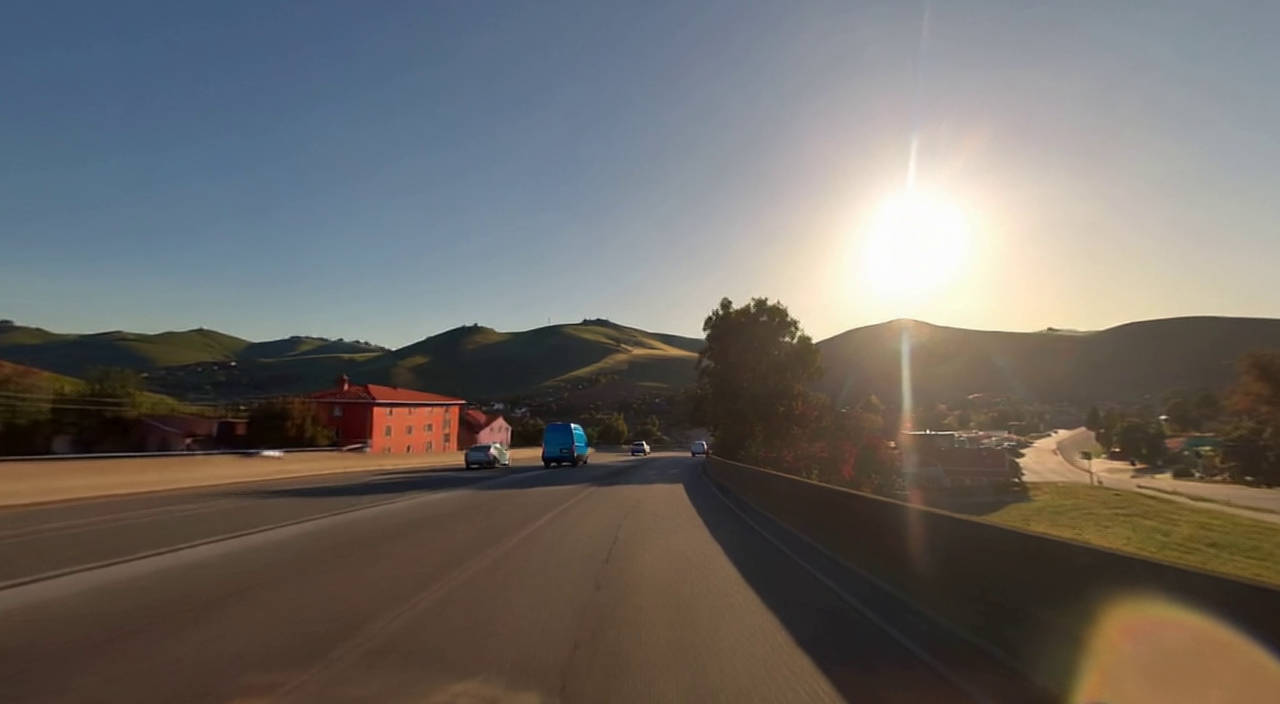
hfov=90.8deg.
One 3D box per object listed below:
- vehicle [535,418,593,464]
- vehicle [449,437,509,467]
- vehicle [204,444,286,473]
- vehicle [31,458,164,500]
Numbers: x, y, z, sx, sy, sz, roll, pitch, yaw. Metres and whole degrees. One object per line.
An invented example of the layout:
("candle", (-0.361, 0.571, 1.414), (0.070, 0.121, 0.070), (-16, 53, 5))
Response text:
("vehicle", (-4.784, 5.761, 40.909), (2.314, 2.703, 6.441), (-1, -8, 6))
("vehicle", (-8.769, 5.498, 34.825), (1.821, 1.524, 4.342), (-1, -8, 6))
("vehicle", (-25.268, 6.810, 40.659), (2.042, 1.739, 4.580), (-1, -8, 4))
("vehicle", (-21.331, 4.970, 25.060), (1.764, 1.429, 3.851), (0, -8, 2))
